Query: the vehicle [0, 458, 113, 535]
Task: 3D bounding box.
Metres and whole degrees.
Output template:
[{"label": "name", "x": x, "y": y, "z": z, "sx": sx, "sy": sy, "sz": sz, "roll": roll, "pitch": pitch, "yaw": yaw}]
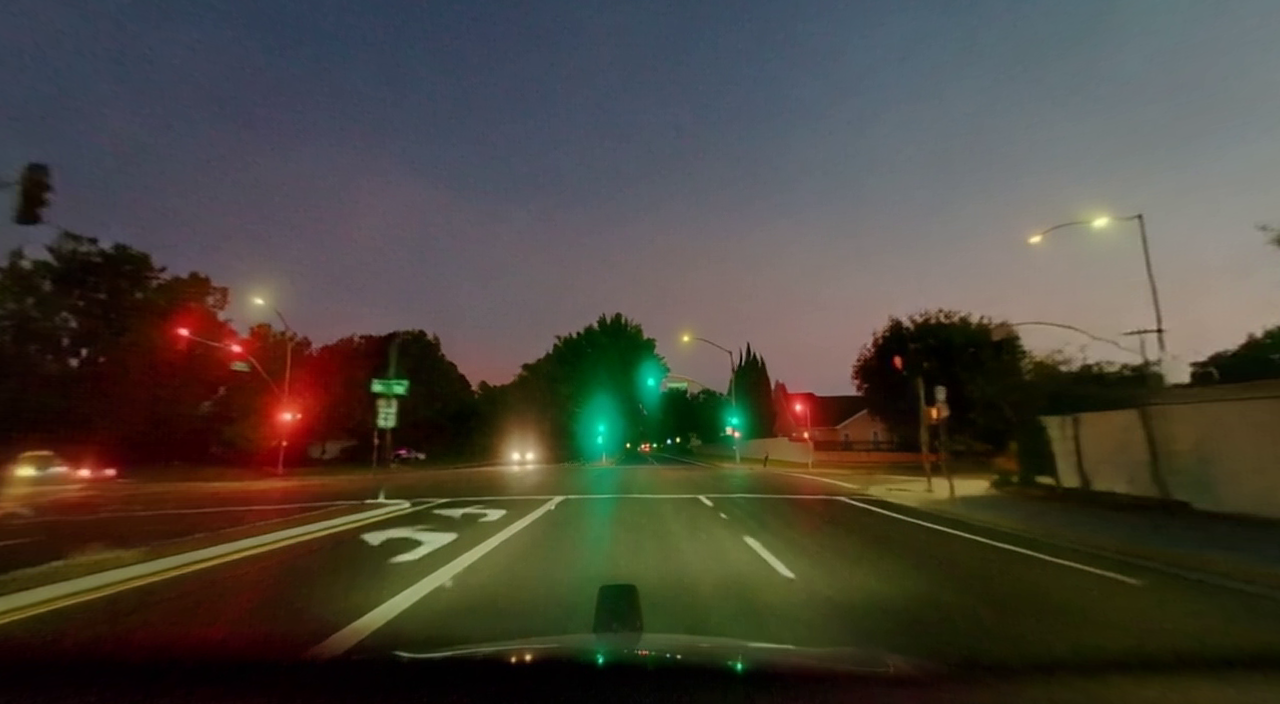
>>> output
[{"label": "vehicle", "x": -14.631, "y": 3.251, "z": 14.662, "sx": 2.018, "sy": 1.500, "sz": 4.433, "roll": 2, "pitch": -9, "yaw": -17}]
